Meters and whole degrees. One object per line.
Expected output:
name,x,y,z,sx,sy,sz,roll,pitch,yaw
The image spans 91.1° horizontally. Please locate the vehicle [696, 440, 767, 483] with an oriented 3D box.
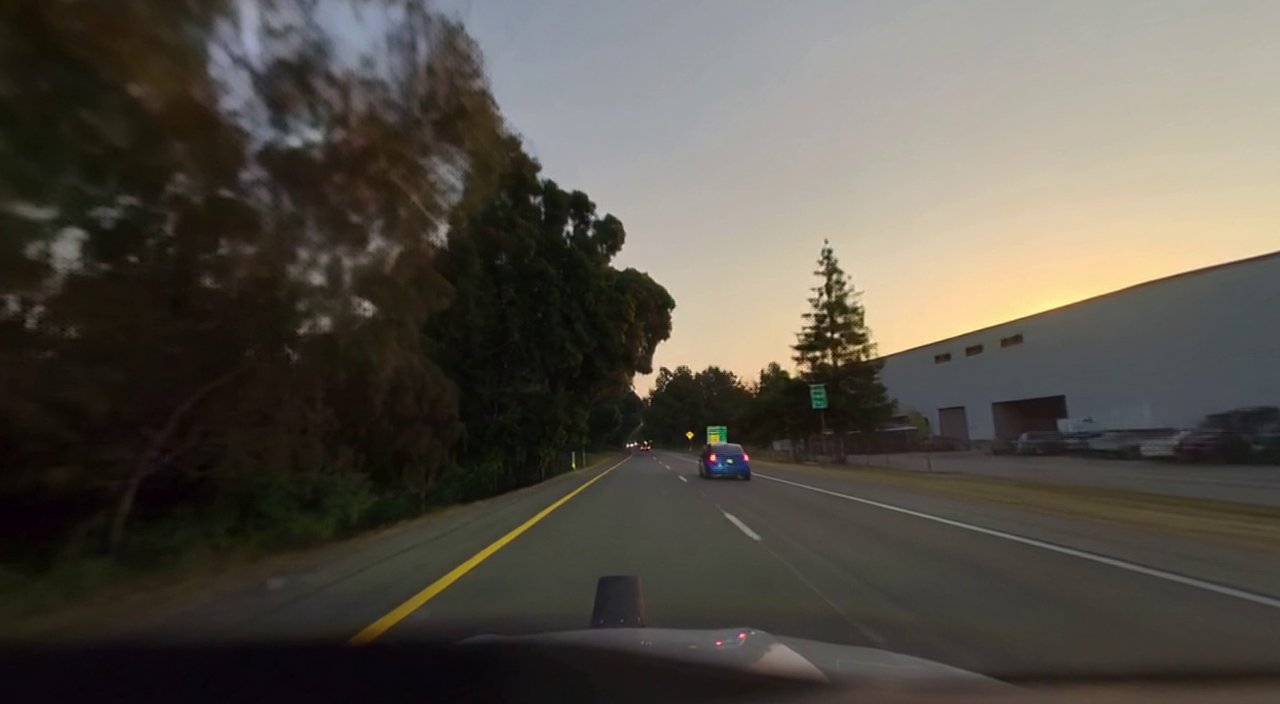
vehicle,3.448,4.218,24.468,2.079,1.531,3.997,0,-9,-1
